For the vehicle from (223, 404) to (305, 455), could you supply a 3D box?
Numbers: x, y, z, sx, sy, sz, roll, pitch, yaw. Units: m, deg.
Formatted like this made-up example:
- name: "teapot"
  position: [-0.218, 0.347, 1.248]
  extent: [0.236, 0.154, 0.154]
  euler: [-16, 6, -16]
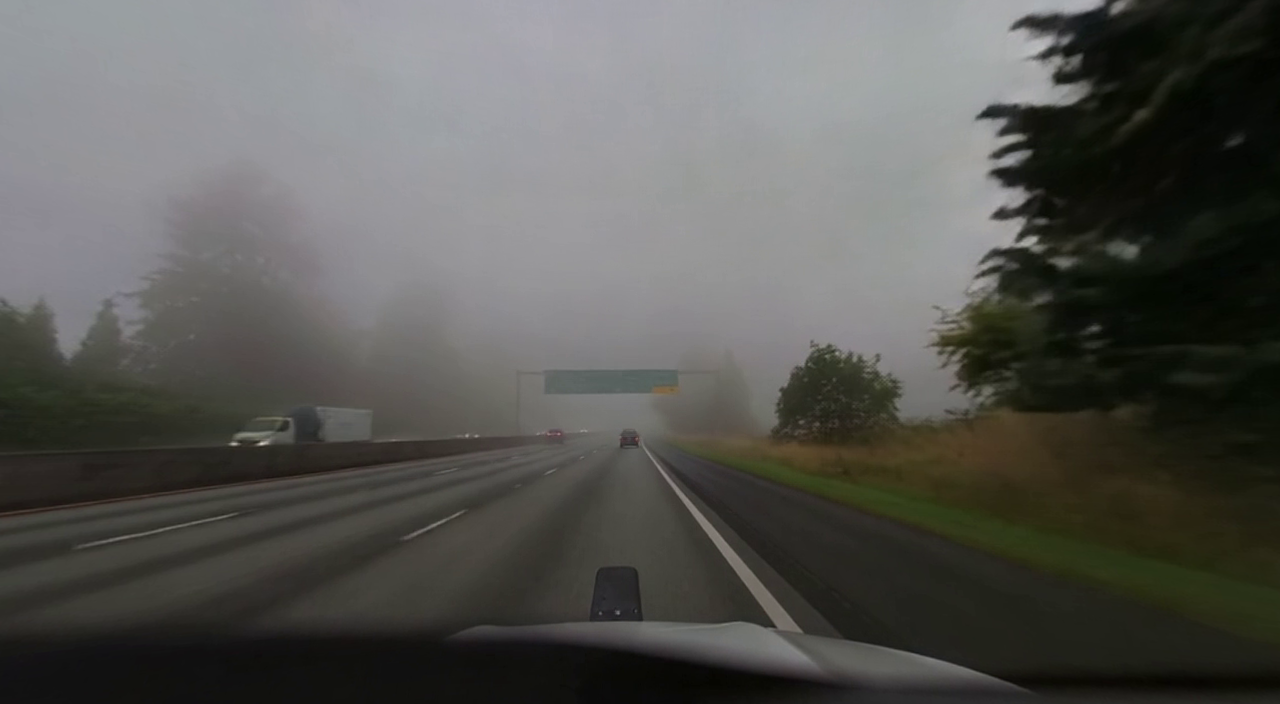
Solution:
- name: "vehicle"
  position: [-24.536, 5.089, 41.235]
  extent: [2.875, 3.132, 3.793]
  euler: [0, -8, -1]

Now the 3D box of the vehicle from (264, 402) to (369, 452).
- name: "vehicle"
  position: [-24.652, 5.873, 48.717]
  extent: [2.715, 3.424, 10.329]
  euler: [0, -8, 0]
